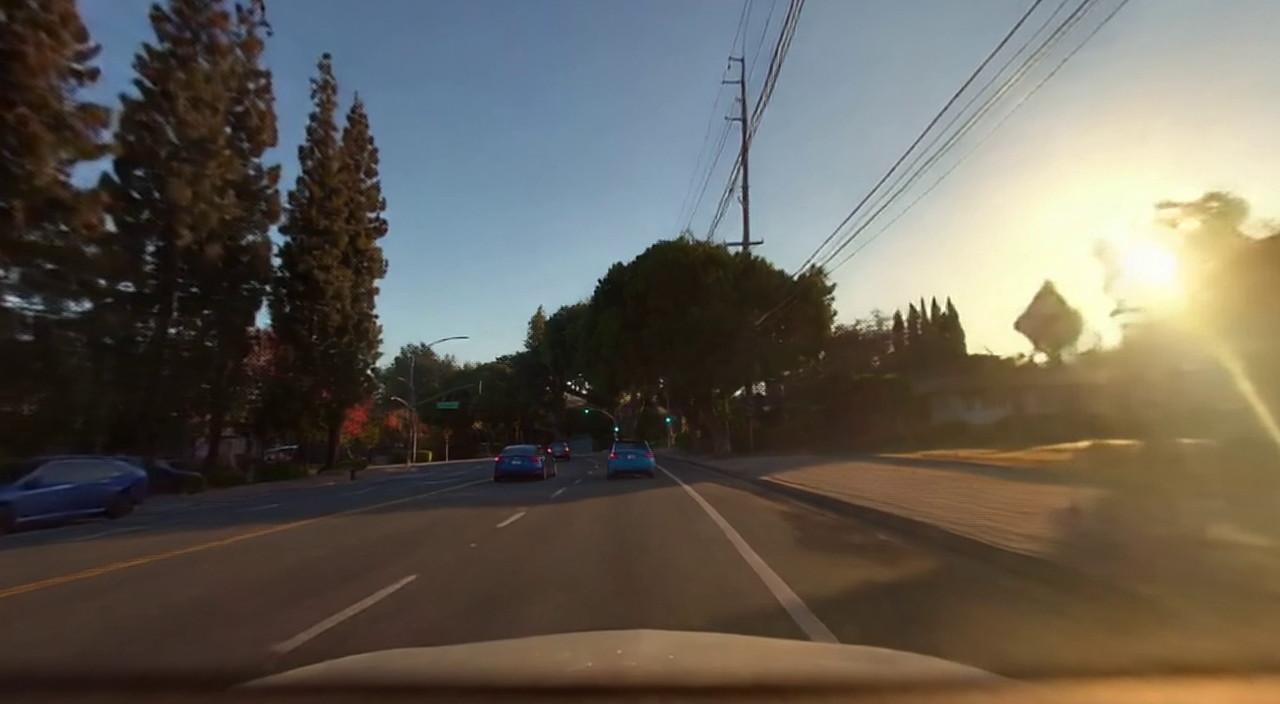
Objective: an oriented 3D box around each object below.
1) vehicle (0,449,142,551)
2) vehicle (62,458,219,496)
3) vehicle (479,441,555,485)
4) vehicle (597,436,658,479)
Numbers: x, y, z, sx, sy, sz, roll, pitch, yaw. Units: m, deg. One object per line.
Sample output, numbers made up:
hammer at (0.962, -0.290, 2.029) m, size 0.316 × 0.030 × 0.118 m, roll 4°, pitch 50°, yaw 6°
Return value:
vehicle at (-14.565, 3.296, 14.185) m, size 2.094 × 2.000 × 5.603 m, roll 1°, pitch -7°, yaw 1°
vehicle at (-21.293, 5.320, 27.093) m, size 4.881 × 1.488 × 2.069 m, roll 0°, pitch -8°, yaw -3°
vehicle at (-4.321, 3.944, 22.868) m, size 1.913 × 1.425 × 4.235 m, roll 0°, pitch -8°, yaw 0°
vehicle at (-0.504, 4.017, 24.328) m, size 2.168 × 1.504 × 4.284 m, roll 0°, pitch -8°, yaw -2°
